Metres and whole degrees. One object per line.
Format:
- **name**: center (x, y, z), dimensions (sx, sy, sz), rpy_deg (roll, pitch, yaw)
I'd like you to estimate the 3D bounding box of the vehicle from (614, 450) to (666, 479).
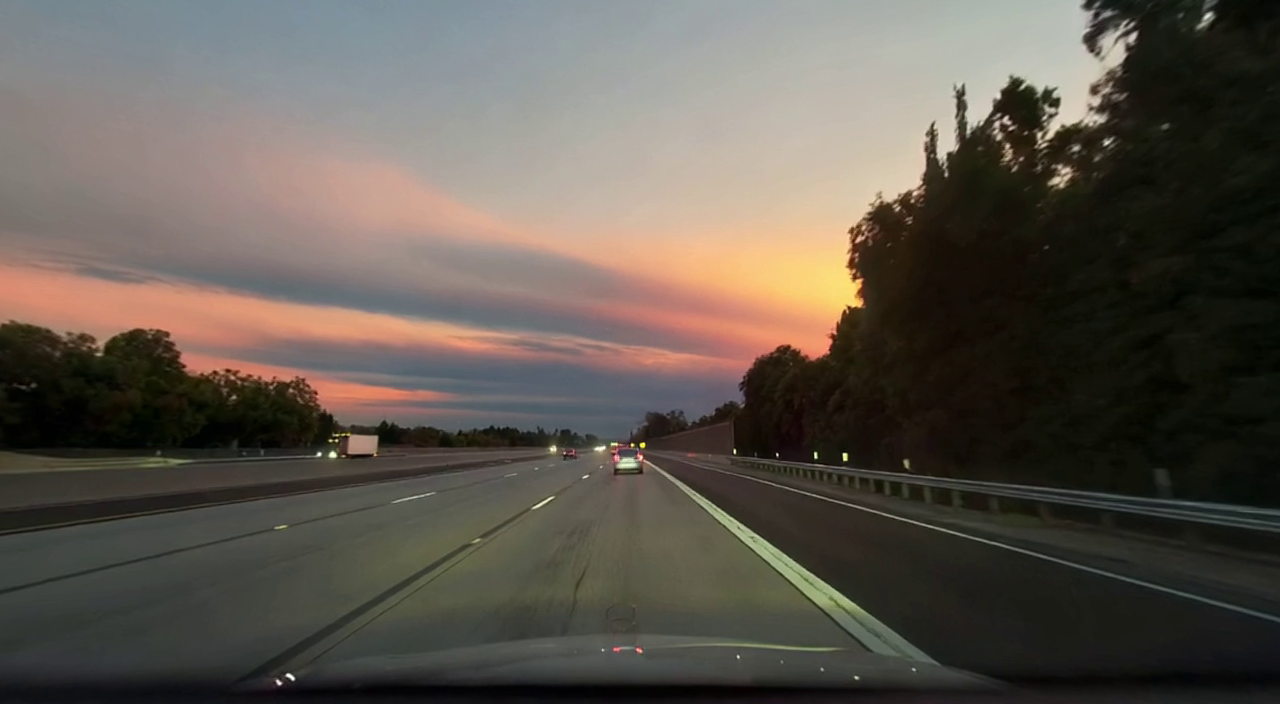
- **vehicle**: center (-0.105, 5.618, 31.712), dimensions (2.398, 1.336, 5.698), rpy_deg (0, -9, -2)
